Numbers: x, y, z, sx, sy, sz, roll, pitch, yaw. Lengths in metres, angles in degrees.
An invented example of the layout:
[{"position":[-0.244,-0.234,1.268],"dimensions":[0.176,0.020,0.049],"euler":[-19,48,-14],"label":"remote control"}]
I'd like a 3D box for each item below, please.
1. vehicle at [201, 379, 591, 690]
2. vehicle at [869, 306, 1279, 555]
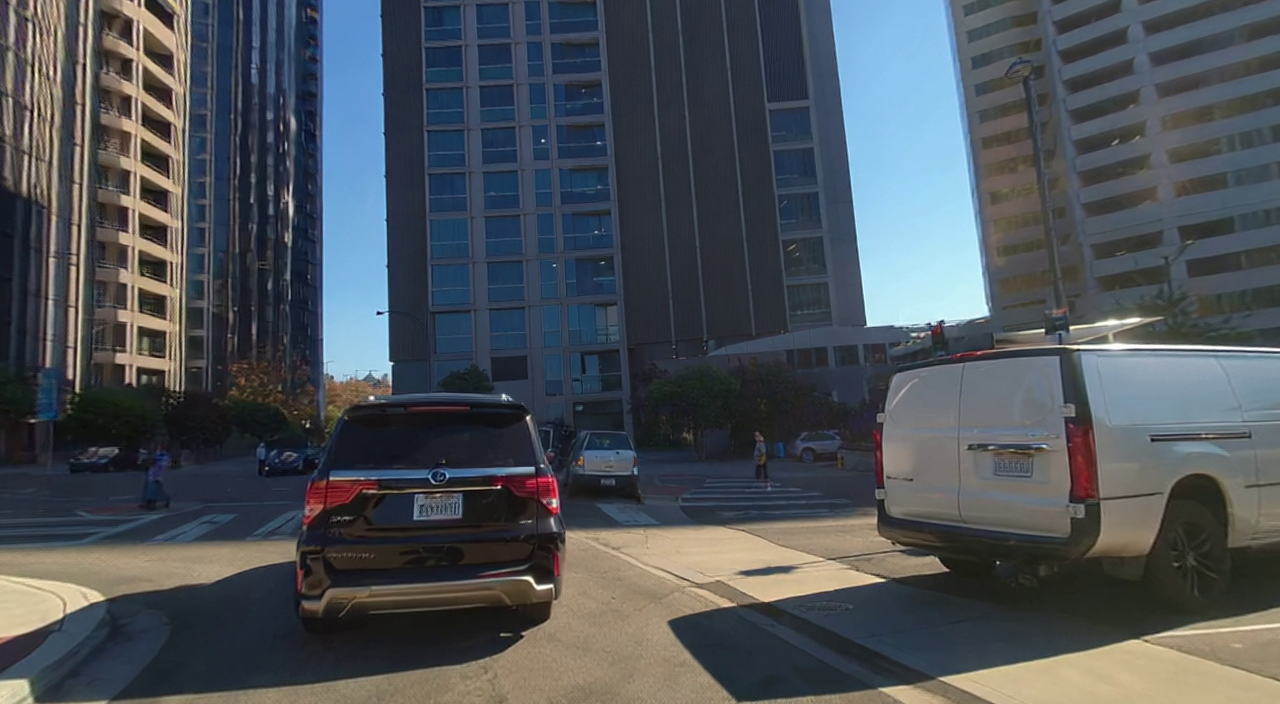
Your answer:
[{"position":[-1.651,1.337,5.783],"dimensions":[2.144,1.733,4.115],"euler":[1,-9,-8],"label":"vehicle"},{"position":[6.974,1.017,8.244],"dimensions":[6.932,2.753,2.446],"euler":[0,-8,1],"label":"vehicle"}]
